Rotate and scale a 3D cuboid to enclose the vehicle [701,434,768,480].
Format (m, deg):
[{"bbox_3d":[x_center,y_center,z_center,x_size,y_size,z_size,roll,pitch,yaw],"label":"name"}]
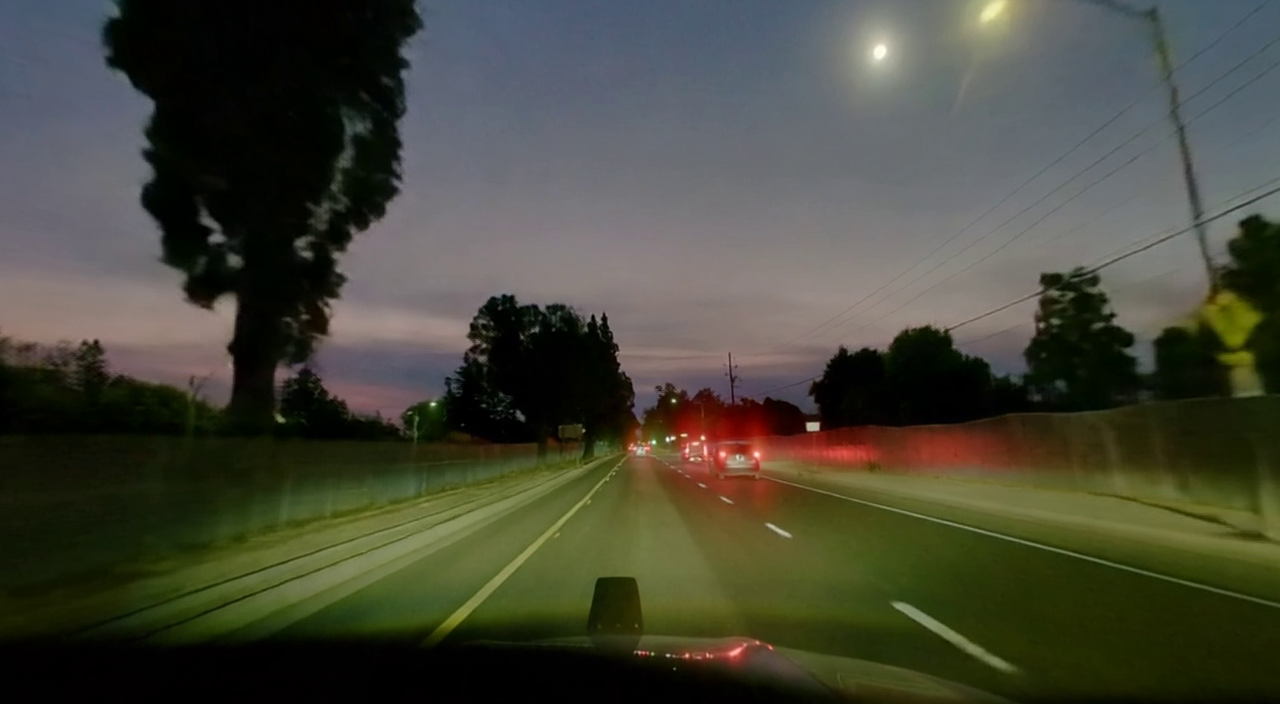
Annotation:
[{"bbox_3d":[4.045,4.615,27.924,2.112,1.825,4.574,0,-9,-2],"label":"vehicle"}]

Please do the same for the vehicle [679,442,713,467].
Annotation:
[{"bbox_3d":[3.892,7.167,44.463,2.012,1.653,4.115,0,-9,-1],"label":"vehicle"}]
